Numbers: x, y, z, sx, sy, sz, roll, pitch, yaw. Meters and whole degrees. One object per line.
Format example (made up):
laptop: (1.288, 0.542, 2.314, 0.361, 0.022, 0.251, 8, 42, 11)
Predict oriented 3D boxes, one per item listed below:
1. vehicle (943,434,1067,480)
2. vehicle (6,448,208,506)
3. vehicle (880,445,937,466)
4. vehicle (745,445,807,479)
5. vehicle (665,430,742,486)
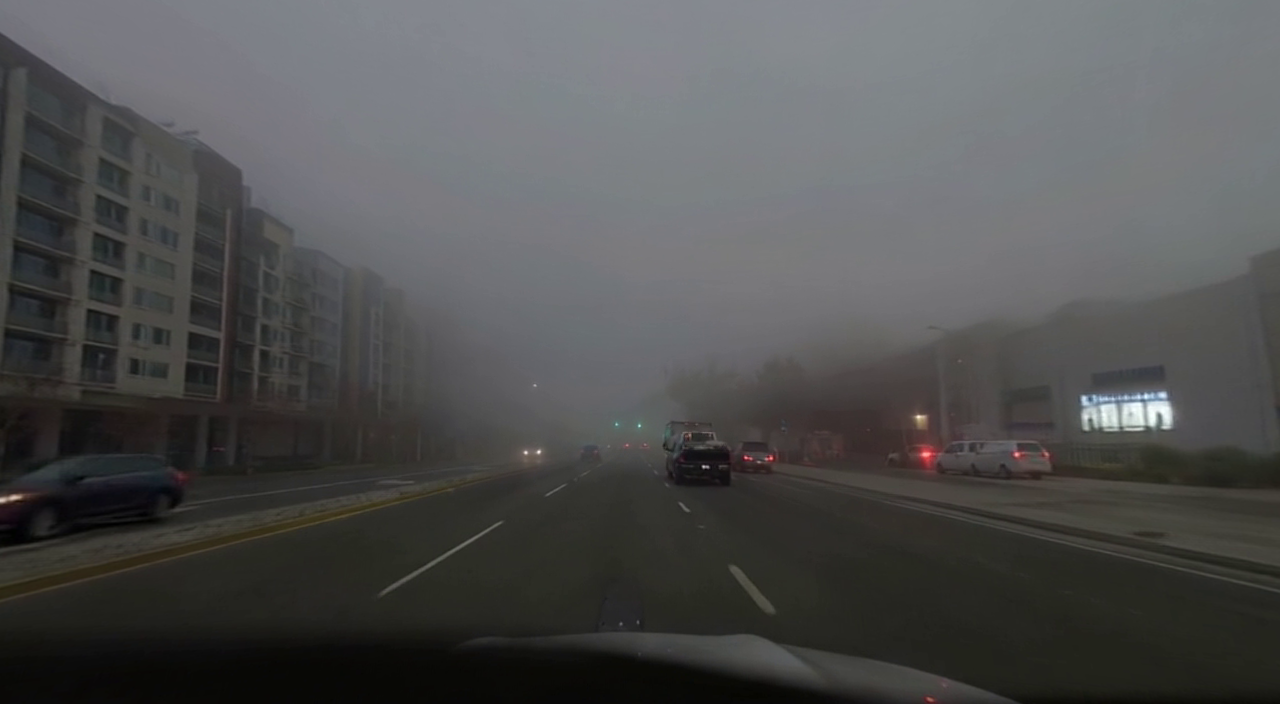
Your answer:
vehicle: (14.370, 4.160, 25.248, 1.975, 1.648, 4.451, 1, -9, -5)
vehicle: (-15.344, 3.576, 18.632, 2.019, 1.471, 4.513, 0, -9, 0)
vehicle: (19.513, 7.518, 46.072, 1.780, 1.474, 4.533, 1, -8, -6)
vehicle: (6.244, 5.095, 29.499, 1.795, 1.459, 4.333, 0, -9, -2)
vehicle: (2.127, 3.790, 22.860, 2.130, 1.787, 5.126, 0, -9, -1)
